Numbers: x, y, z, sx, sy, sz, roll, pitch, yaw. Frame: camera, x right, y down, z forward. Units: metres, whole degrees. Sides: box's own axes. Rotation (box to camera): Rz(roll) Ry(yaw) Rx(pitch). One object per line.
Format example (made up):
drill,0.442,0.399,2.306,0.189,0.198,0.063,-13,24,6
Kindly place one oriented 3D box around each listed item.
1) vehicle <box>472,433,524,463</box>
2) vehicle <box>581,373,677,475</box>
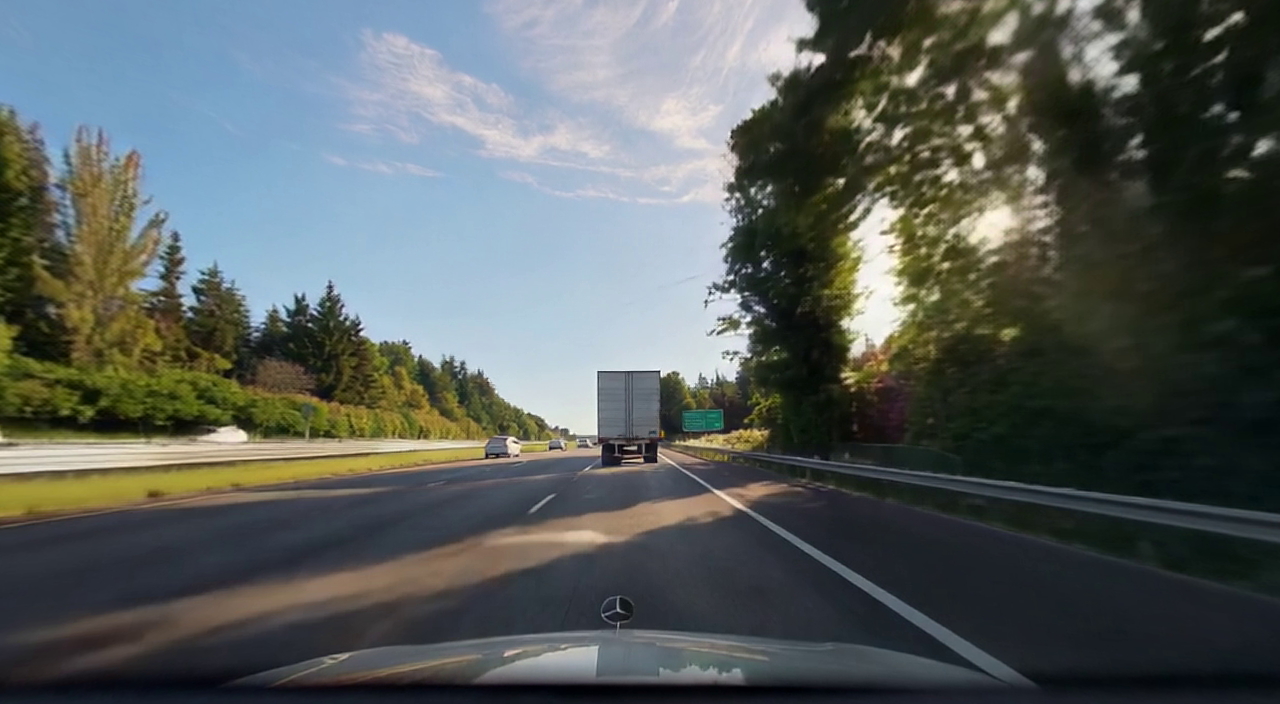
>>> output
vehicle,-7.300,4.950,32.619,1.856,1.479,3.710,0,-8,0
vehicle,-0.488,3.352,28.325,3.033,3.223,14.836,4,-8,-1
